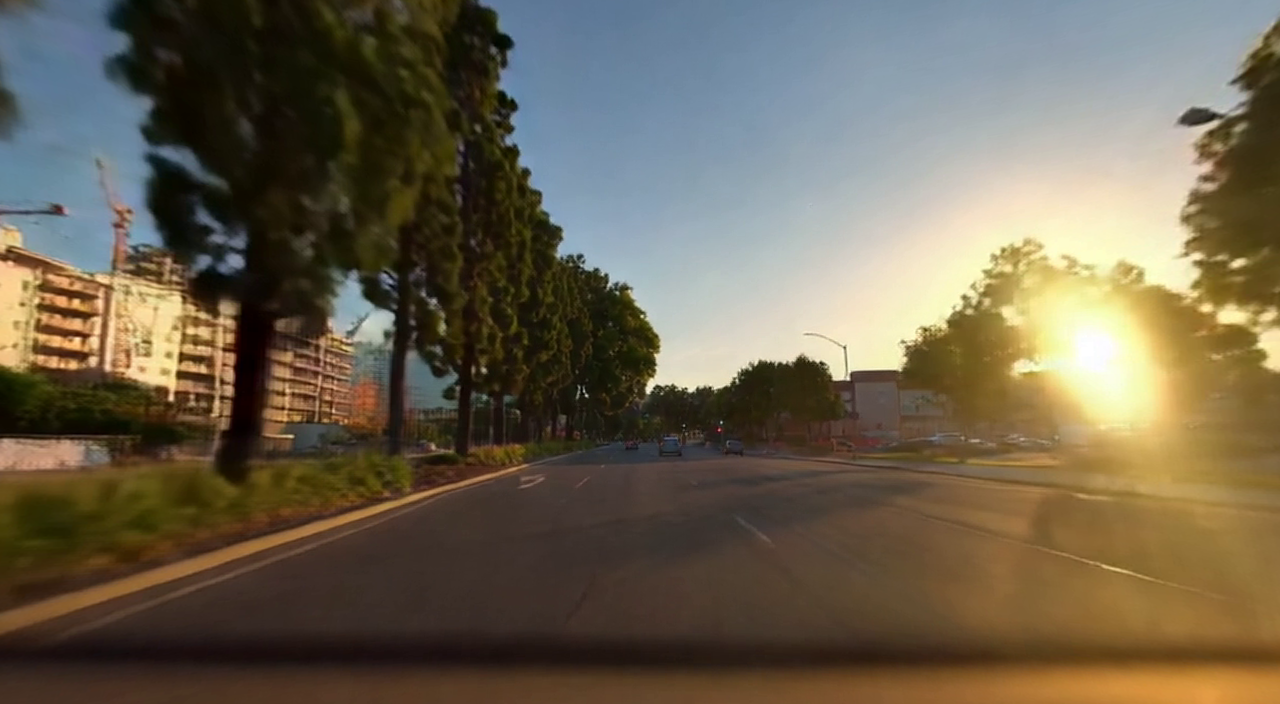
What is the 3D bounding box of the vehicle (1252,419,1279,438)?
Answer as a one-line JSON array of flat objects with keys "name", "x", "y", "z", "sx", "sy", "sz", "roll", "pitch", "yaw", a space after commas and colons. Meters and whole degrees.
[{"name": "vehicle", "x": 49.393, "y": 5.998, "z": 49.327, "sx": 1.864, "sy": 1.390, "sz": 4.393, "roll": -8, "pitch": -11, "yaw": 39}]
